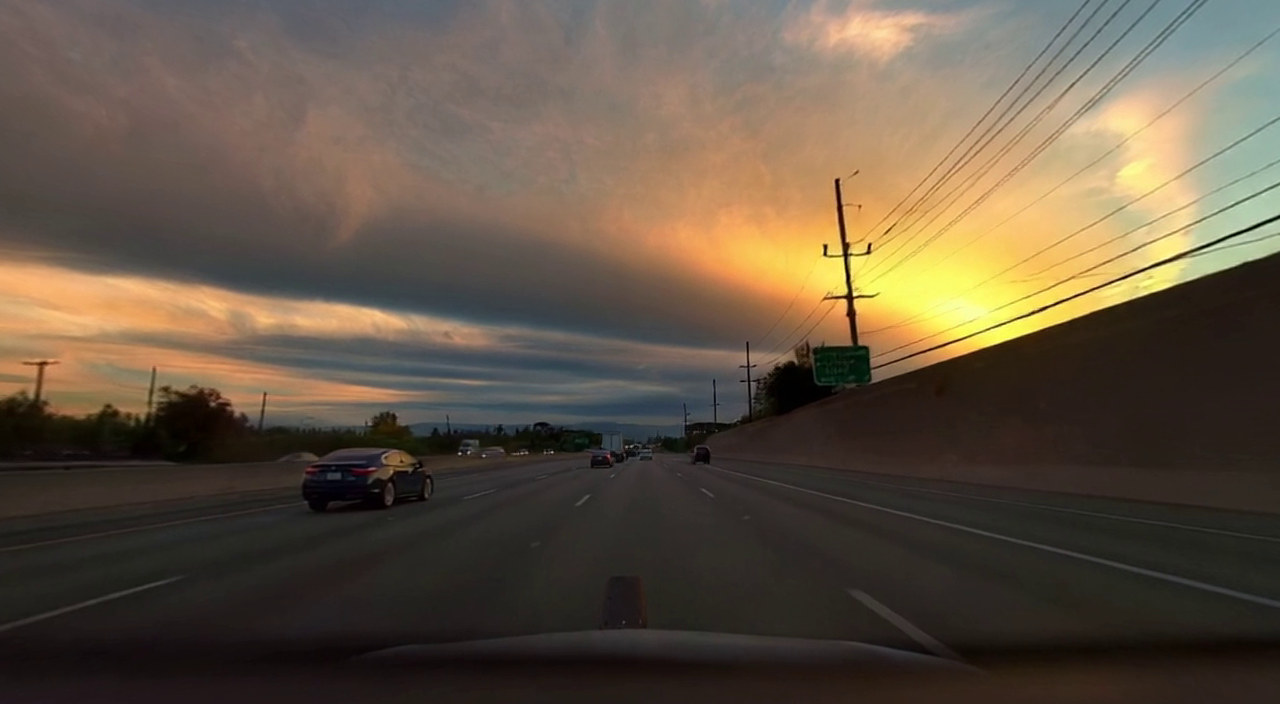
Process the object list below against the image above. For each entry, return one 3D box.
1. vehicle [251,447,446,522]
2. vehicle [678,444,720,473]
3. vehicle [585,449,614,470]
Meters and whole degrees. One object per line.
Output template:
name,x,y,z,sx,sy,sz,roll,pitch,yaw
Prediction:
vehicle,-6.476,2.984,14.844,2.127,1.446,5.008,0,-9,1
vehicle,3.859,7.048,41.816,2.214,1.799,4.627,0,-9,-1
vehicle,-3.084,8.262,48.577,2.004,1.498,4.043,0,-9,0
